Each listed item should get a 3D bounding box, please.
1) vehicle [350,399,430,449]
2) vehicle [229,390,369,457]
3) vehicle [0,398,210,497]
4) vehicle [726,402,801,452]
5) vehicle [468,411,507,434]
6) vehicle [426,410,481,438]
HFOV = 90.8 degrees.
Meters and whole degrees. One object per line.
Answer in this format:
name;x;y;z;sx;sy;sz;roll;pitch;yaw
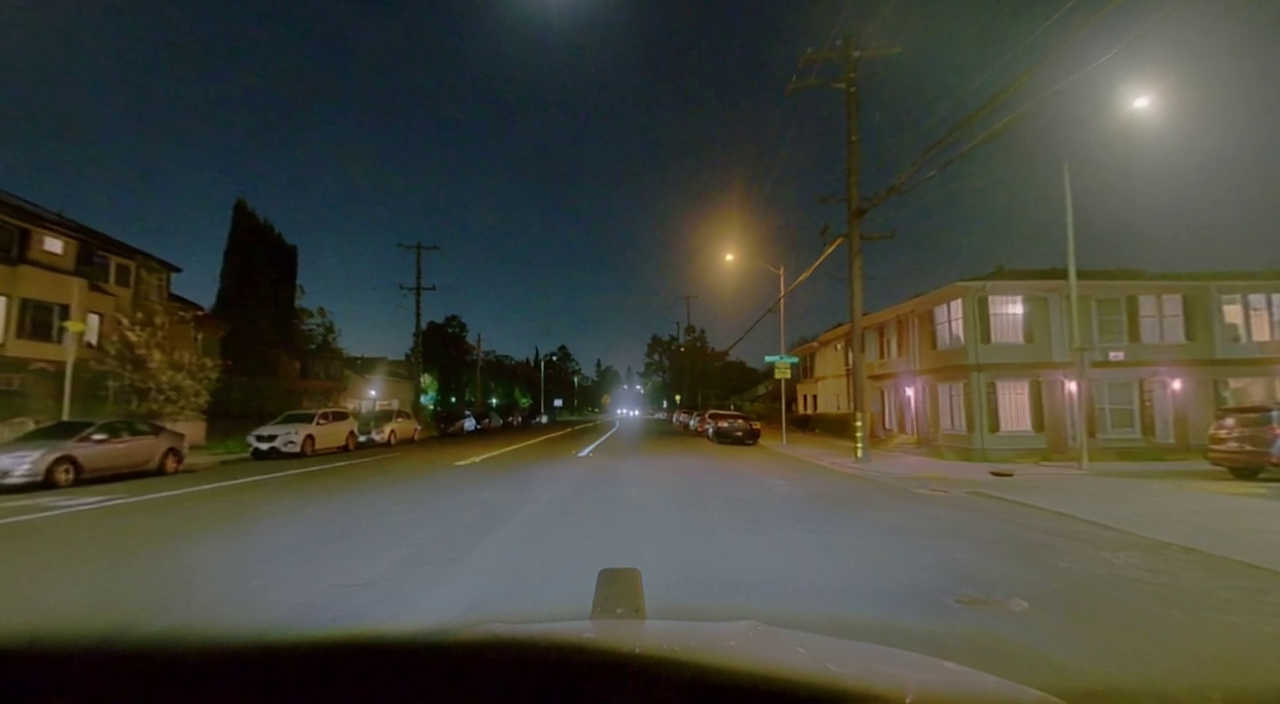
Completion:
vehicle;-11.334;3.279;28.998;1.926;1.998;4.447;-4;-6;-1
vehicle;-11.125;2.457;21.121;2.056;1.980;4.763;0;-8;-1
vehicle;-11.049;1.842;12.285;2.082;1.540;4.654;0;-8;0
vehicle;4.397;2.798;23.098;1.867;1.680;4.176;0;-8;0
vehicle;-11.359;5.302;47.289;1.903;1.535;4.342;0;-8;-1
vehicle;-11.085;4.346;37.897;2.051;1.520;4.374;0;-8;-2
